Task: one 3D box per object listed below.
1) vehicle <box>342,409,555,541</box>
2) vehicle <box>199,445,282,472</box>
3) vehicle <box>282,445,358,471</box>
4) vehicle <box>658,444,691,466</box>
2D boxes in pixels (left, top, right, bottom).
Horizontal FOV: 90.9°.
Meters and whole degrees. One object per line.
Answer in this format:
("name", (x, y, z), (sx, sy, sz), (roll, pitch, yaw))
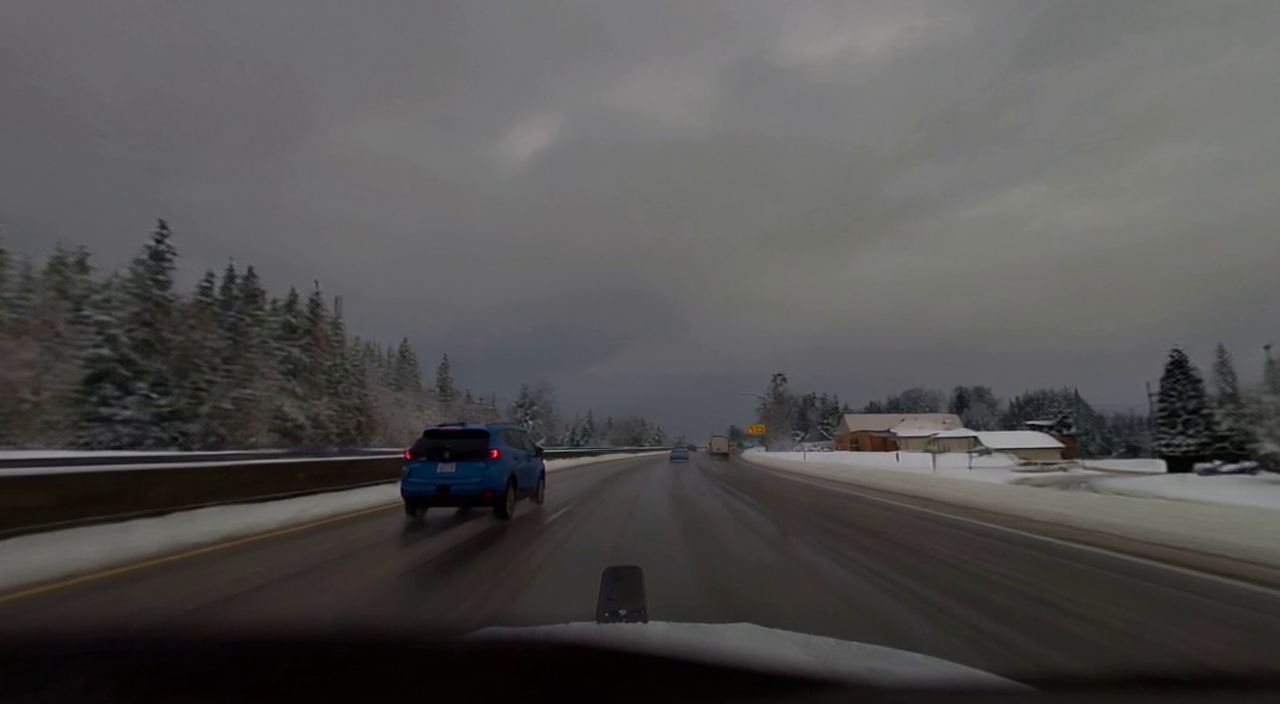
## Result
("vehicle", (-3.015, 2.080, 11.313), (2.185, 1.823, 4.854), (0, -9, 1))
("vehicle", (-23.377, 6.214, 37.106), (1.808, 1.495, 4.294), (-1, -9, 4))
("vehicle", (-19.296, 6.381, 38.277), (1.902, 1.478, 4.631), (0, -9, 4))
("vehicle", (2.433, 7.139, 43.931), (2.158, 1.458, 3.656), (0, -9, 4))
